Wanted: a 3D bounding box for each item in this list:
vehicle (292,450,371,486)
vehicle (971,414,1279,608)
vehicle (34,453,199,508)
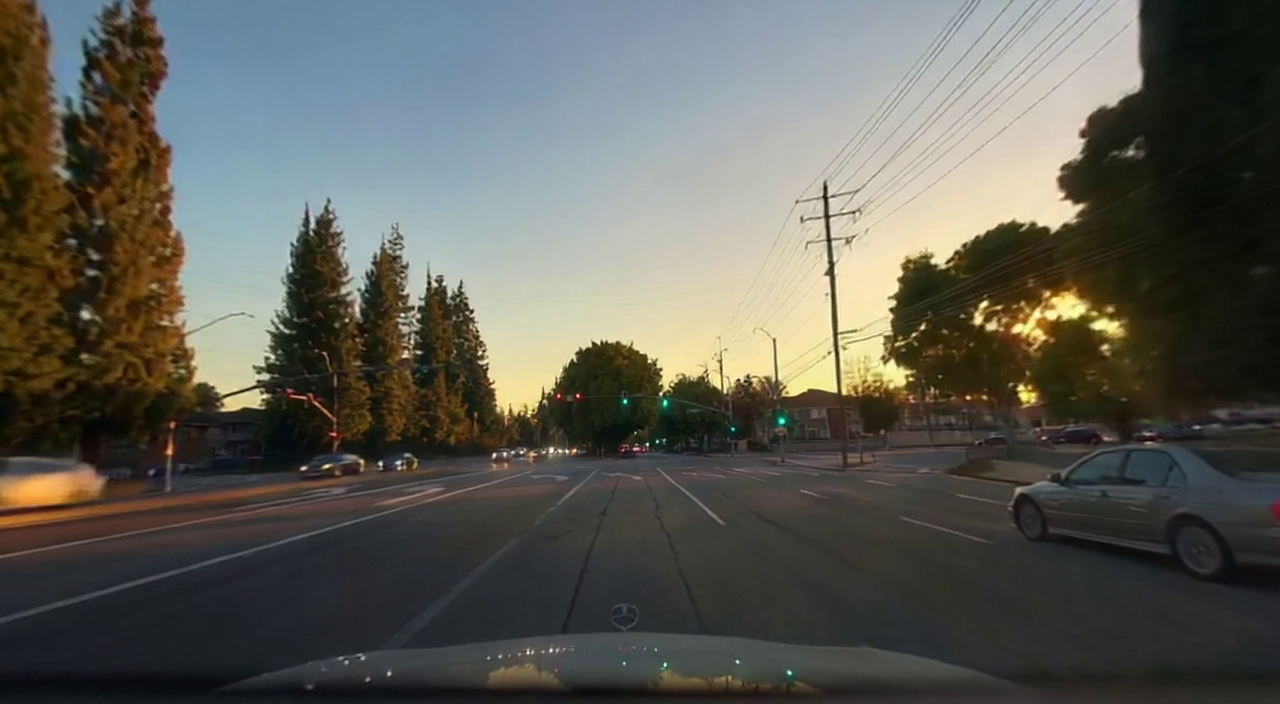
[{"bbox_3d":[-14.804,5.568,30.576,1.880,1.545,3.962,0,-9,-1],"label":"vehicle"},{"bbox_3d":[6.080,1.566,7.102,2.113,1.520,4.650,0,-9,-1],"label":"vehicle"},{"bbox_3d":[-18.250,4.441,22.390,1.944,1.681,4.593,0,-9,-2],"label":"vehicle"}]
